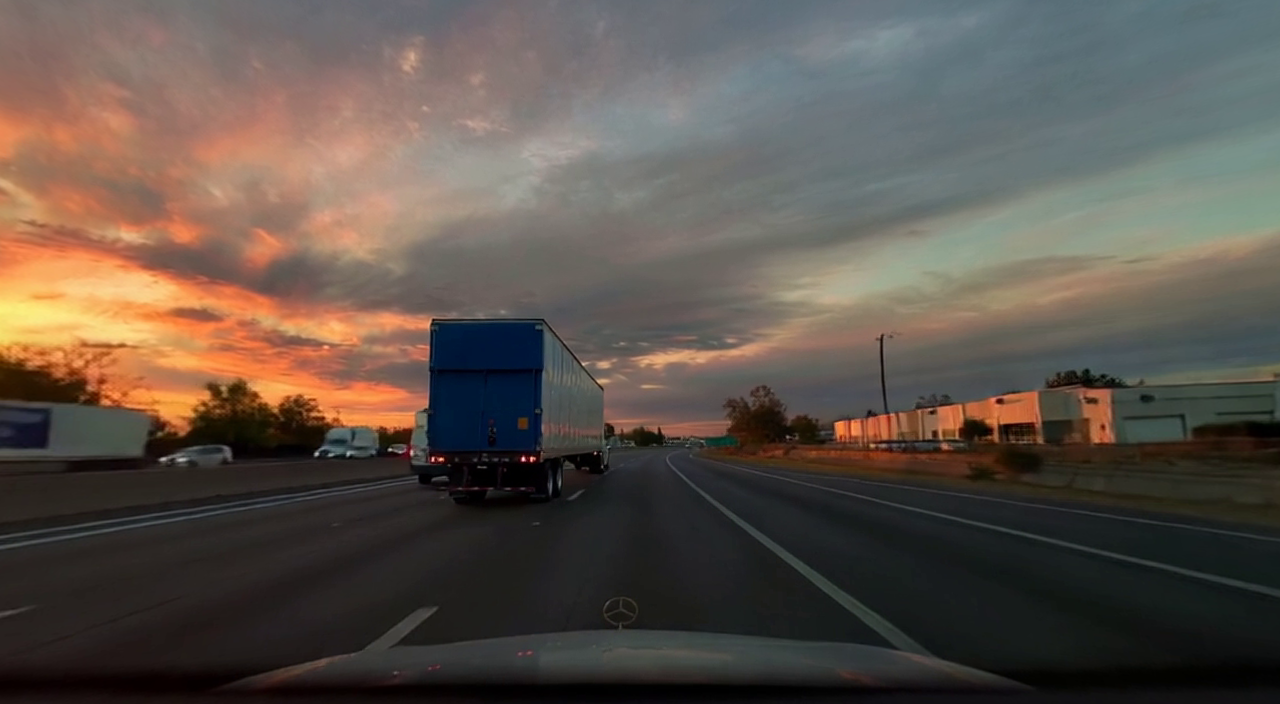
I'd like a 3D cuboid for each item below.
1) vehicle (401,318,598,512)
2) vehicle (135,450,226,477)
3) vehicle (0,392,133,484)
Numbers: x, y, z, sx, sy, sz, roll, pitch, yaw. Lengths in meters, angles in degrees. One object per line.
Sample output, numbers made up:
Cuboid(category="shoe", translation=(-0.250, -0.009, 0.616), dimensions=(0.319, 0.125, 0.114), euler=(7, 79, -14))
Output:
Cuboid(category="vehicle", translation=(-3.514, 2.491, 21.584), dimensions=(2.939, 4.132, 16.303), euler=(0, -8, 0))
Cuboid(category="vehicle", translation=(-27.175, 6.575, 37.560), dimensions=(1.842, 1.471, 4.699), euler=(0, -8, 0))
Cuboid(category="vehicle", translation=(-30.851, 3.764, 27.635), dimensions=(3.319, 4.166, 16.790), euler=(0, -8, 1))
